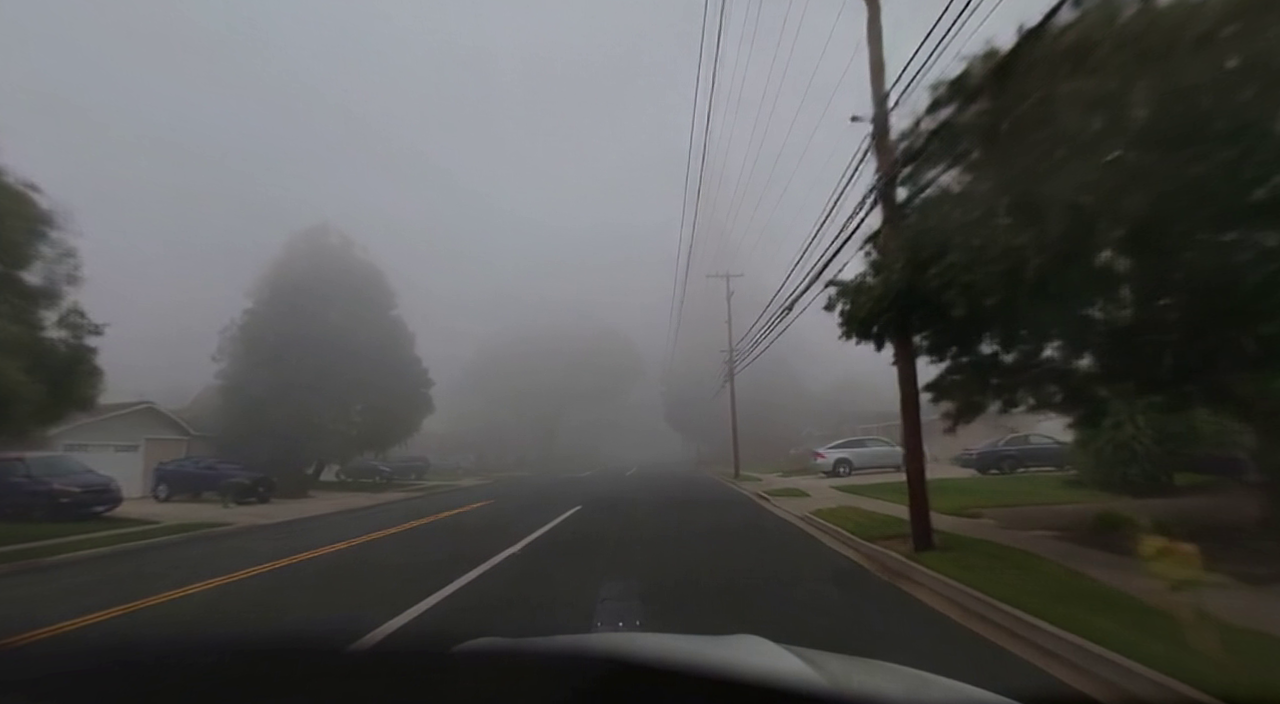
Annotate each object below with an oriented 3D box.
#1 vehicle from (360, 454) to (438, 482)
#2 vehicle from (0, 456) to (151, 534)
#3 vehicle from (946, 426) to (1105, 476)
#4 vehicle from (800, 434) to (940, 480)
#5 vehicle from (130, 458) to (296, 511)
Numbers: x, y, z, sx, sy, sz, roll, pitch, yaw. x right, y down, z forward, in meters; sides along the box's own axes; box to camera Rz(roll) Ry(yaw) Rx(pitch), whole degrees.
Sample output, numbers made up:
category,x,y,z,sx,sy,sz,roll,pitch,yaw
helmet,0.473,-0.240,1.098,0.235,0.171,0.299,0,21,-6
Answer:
category,x,y,z,sx,sy,sz,roll,pitch,yaw
vehicle,-15.307,7.367,40.153,4.265,1.583,1.913,-5,-9,14
vehicle,-15.064,3.455,15.617,4.500,1.714,1.924,-1,-9,7
vehicle,13.026,3.380,21.556,4.122,1.610,1.888,0,-9,2
vehicle,9.339,4.301,25.997,4.952,1.775,2.089,0,-9,0
vehicle,-14.244,4.399,21.229,4.260,1.588,1.927,-1,-9,5
